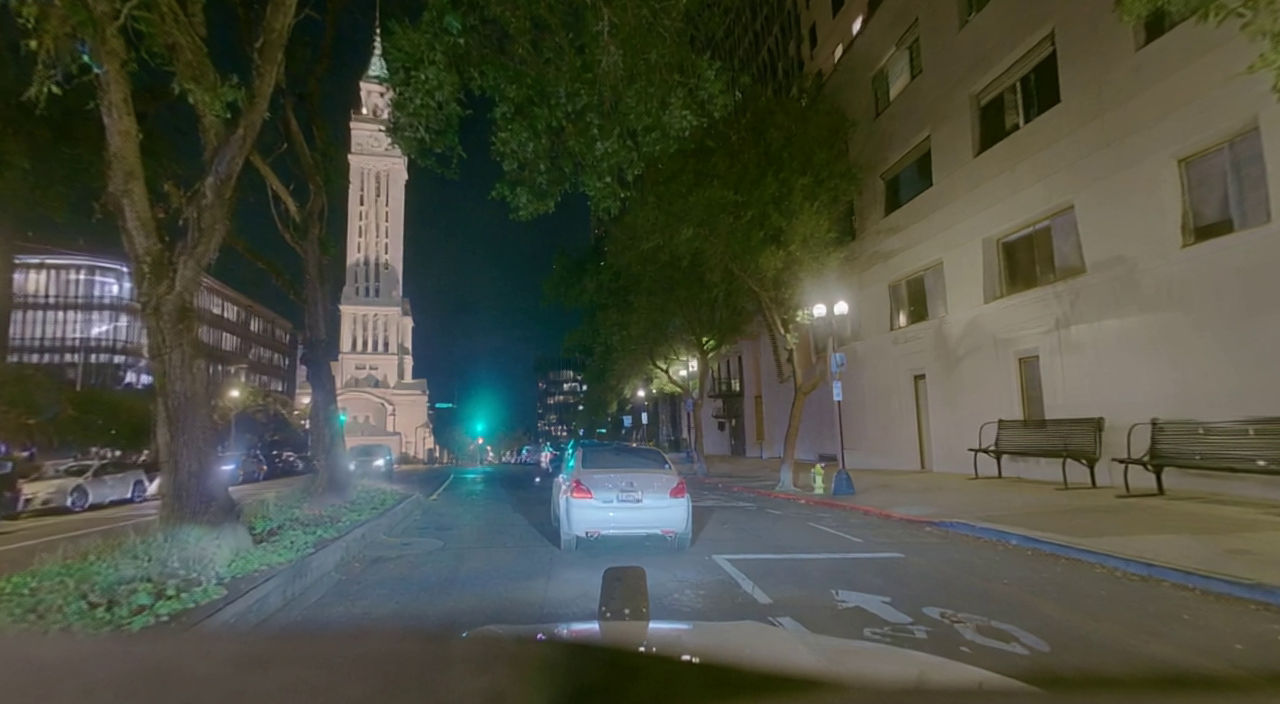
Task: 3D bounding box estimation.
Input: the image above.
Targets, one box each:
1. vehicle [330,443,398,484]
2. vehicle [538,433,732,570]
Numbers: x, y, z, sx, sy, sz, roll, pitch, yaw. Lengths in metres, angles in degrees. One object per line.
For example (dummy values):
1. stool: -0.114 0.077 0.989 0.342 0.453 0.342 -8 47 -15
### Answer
1. vehicle: -12.792 5.153 29.531 2.179 1.698 4.549 2 -9 -15
2. vehicle: -0.241 1.944 9.036 2.142 1.475 4.051 1 -8 -6
